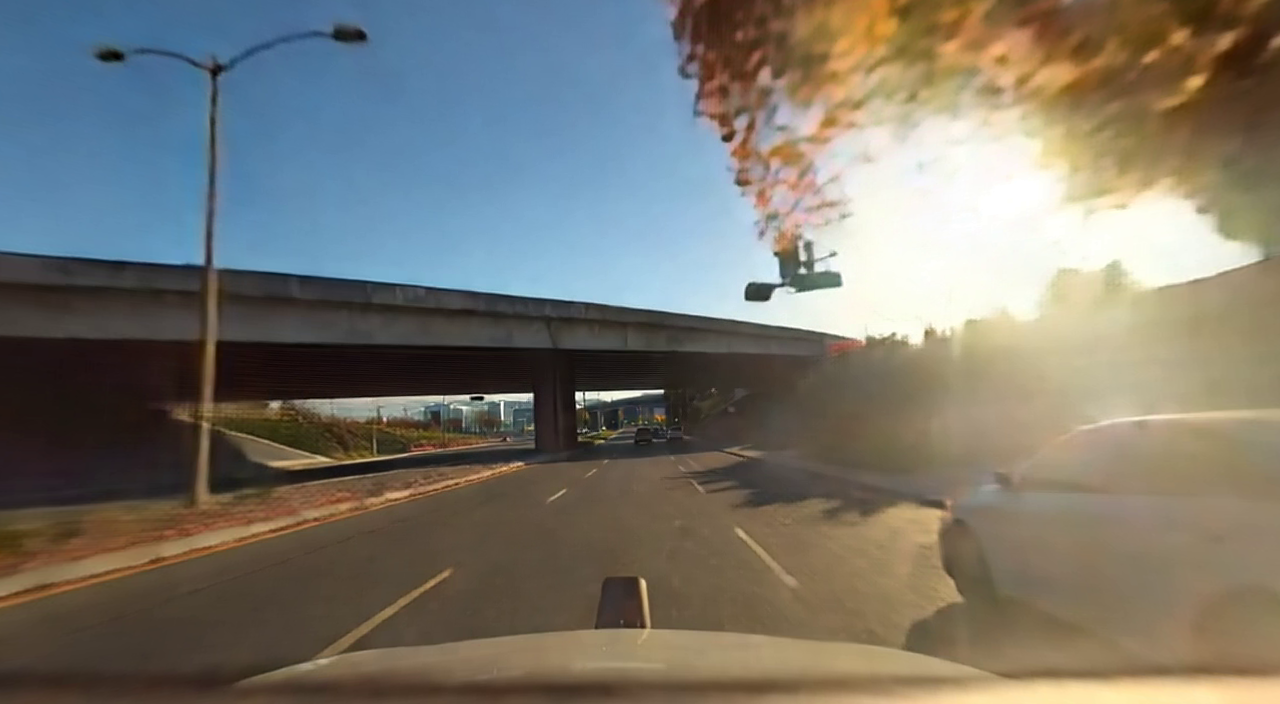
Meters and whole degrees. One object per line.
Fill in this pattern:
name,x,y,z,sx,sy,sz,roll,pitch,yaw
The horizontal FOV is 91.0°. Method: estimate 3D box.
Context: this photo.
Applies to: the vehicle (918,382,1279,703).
vehicle,3.584,1.046,3.491,2.063,1.542,4.420,0,-9,0
